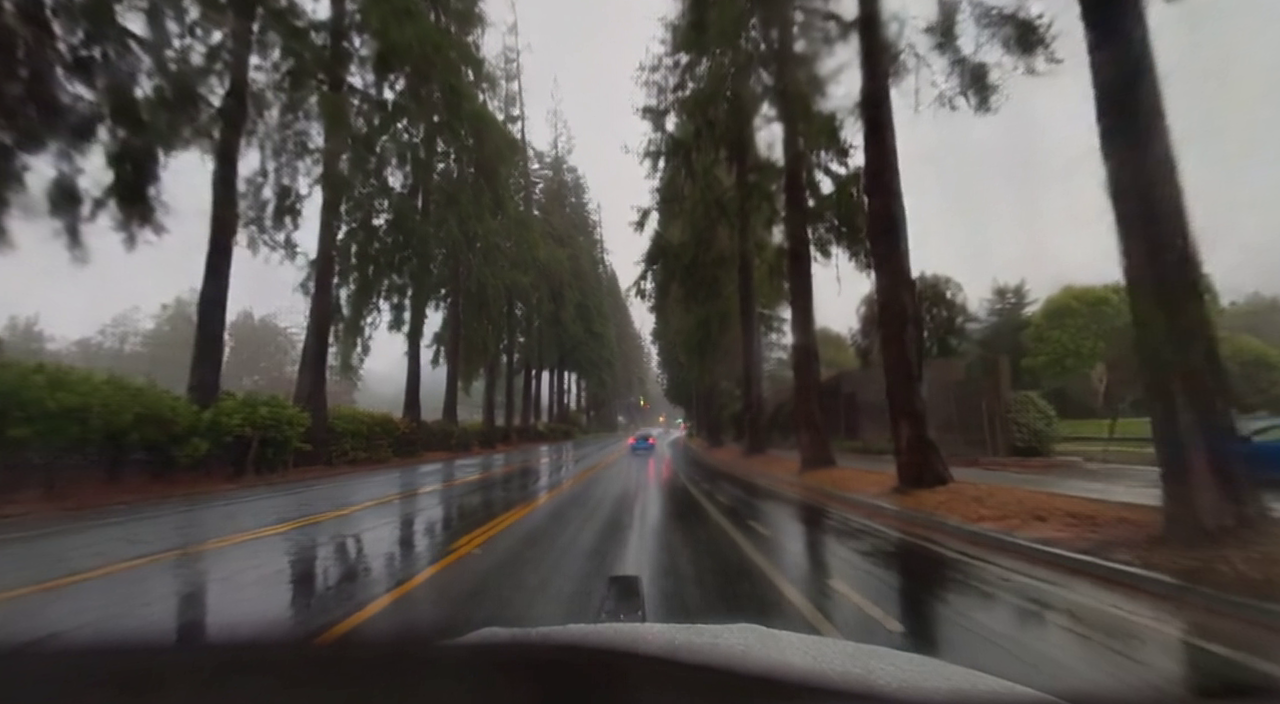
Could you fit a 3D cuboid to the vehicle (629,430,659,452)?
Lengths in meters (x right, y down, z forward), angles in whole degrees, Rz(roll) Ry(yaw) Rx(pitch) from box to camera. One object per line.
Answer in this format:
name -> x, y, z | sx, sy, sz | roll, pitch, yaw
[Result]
vehicle -> 0.309, 6.465, 45.827 | 2.067, 1.486, 3.861 | 0, -8, 1
